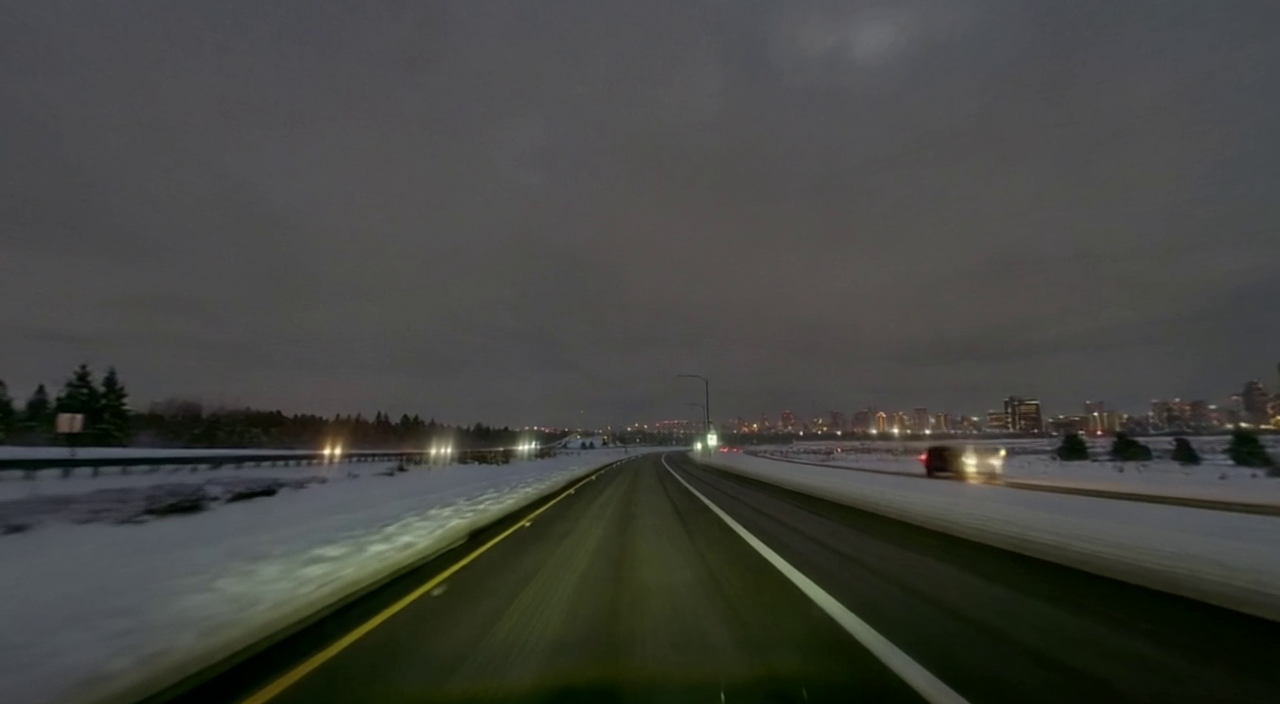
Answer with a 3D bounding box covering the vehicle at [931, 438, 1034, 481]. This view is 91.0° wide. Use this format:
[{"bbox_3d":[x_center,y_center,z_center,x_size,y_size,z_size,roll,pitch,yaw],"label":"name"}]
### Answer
[{"bbox_3d":[13.641,4.273,25.382,1.770,1.578,3.997,0,-8,-2],"label":"vehicle"}]
